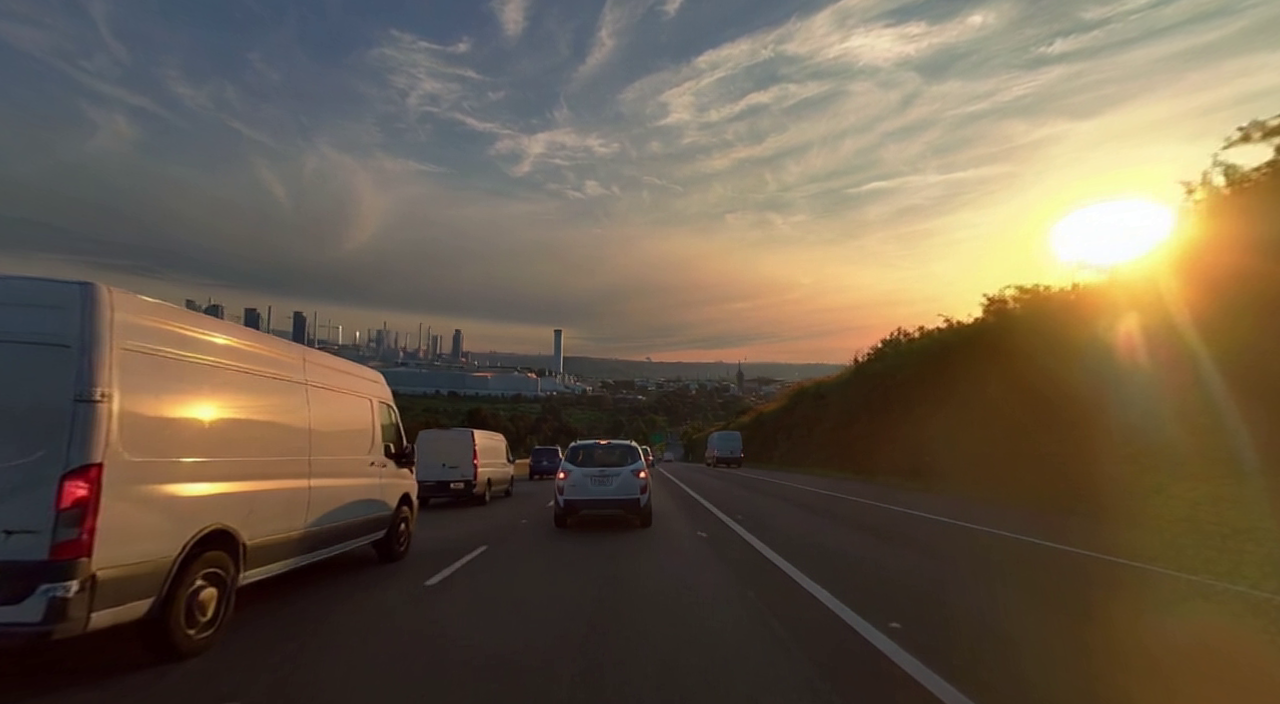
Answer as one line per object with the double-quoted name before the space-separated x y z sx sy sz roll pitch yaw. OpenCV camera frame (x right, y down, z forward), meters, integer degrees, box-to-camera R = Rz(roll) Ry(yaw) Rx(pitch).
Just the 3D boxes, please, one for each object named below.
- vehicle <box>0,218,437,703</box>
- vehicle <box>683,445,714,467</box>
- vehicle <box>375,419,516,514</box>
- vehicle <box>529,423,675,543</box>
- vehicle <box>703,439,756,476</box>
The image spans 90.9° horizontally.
"vehicle" -4.433 1.083 6.682 2.248 2.626 6.837 0 -9 0
"vehicle" 4.239 7.620 46.218 1.874 1.512 3.723 0 -9 -1
"vehicle" -4.568 2.777 15.644 2.043 1.987 4.486 0 -9 0
"vehicle" -0.563 2.184 11.027 2.093 1.695 3.782 0 -9 -1
"vehicle" 4.421 5.298 31.801 2.003 1.754 4.134 0 -9 -1
